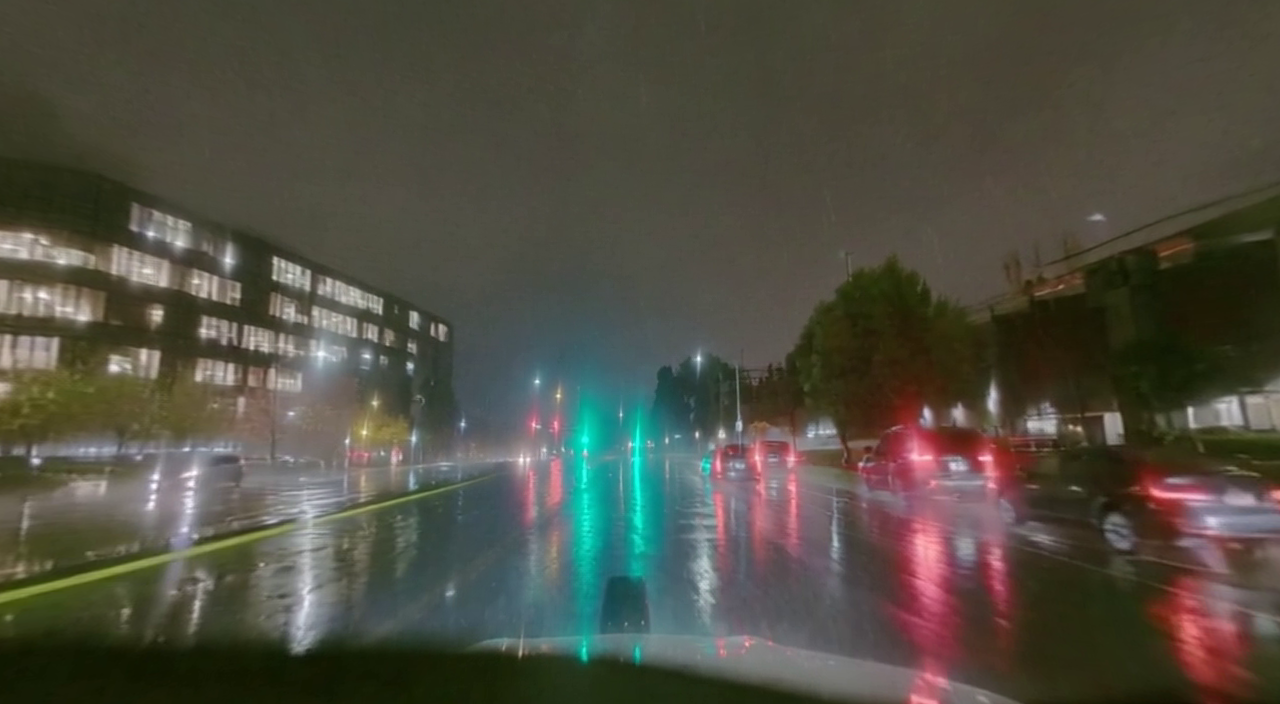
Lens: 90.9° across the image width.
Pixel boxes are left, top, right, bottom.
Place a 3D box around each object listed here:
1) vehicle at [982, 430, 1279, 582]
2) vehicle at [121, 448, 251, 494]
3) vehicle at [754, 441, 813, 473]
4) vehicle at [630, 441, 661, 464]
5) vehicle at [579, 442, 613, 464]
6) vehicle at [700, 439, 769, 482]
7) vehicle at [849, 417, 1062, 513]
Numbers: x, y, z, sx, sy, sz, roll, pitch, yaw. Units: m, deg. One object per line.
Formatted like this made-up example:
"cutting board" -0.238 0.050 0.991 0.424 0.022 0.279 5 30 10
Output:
"vehicle" 6.859 1.852 8.548 1.837 1.463 4.651 0 -8 0
"vehicle" -19.030 4.977 26.762 2.022 1.735 4.695 0 -8 0
"vehicle" 7.262 5.360 32.382 1.937 1.475 4.682 0 -8 0
"vehicle" 0.377 7.116 44.785 2.101 1.480 3.929 0 -8 0
"vehicle" -3.108 7.278 45.600 2.082 1.467 4.379 0 -8 1
"vehicle" 3.556 4.171 24.546 1.990 1.486 4.431 0 -8 0
"vehicle" 7.044 2.609 15.103 2.087 1.823 5.906 0 -8 1
